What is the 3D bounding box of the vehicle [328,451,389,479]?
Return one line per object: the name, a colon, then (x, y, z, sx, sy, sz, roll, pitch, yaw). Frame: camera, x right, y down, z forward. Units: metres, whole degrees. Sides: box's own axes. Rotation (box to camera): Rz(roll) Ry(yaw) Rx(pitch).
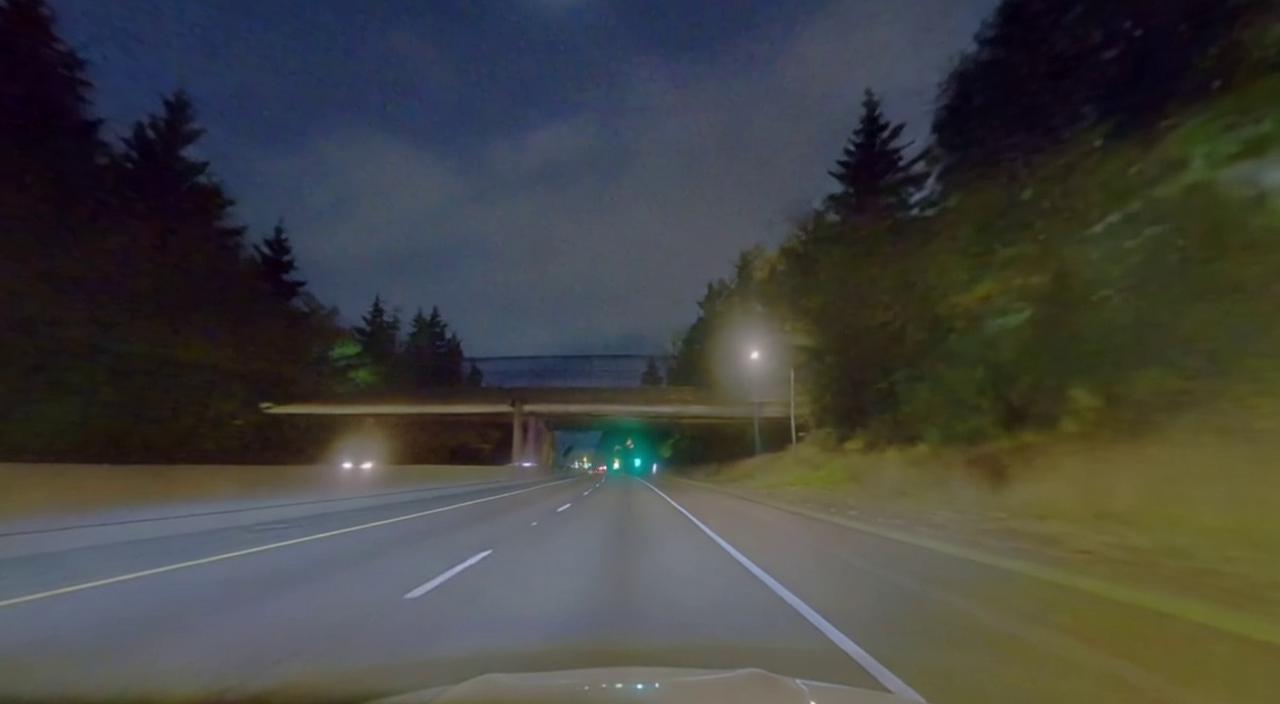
vehicle: (-17.993, 7.276, 40.500, 1.963, 1.652, 4.442, 1, -11, -3)
